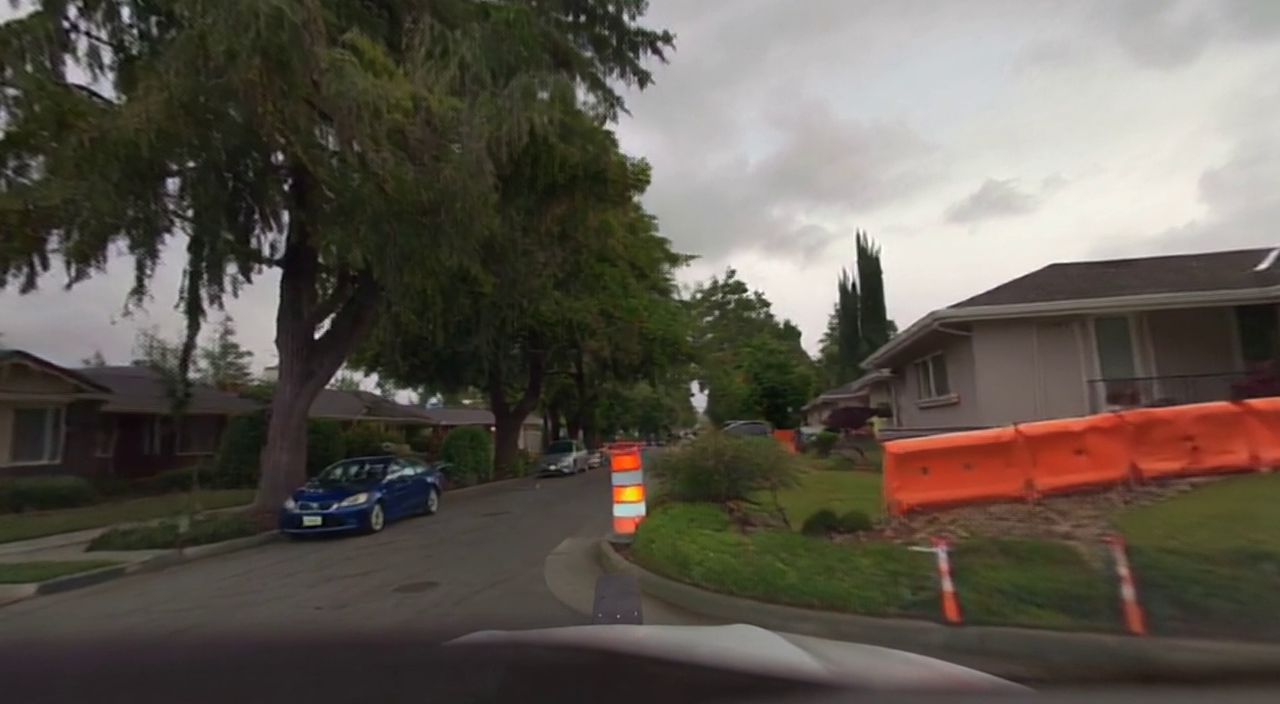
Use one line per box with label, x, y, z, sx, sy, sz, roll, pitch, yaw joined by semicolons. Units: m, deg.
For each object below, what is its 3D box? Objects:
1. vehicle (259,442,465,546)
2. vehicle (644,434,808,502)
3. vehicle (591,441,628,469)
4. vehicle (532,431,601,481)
vehicle;-5.291;2.694;12.731;1.899;1.524;4.082;2;-6;7
vehicle;2.226;2.798;15.747;4.070;1.436;1.827;6;-10;-42
vehicle;-1.894;6.521;40.305;1.765;1.493;4.130;2;-6;6
vehicle;-3.338;4.787;29.601;2.042;1.937;4.960;2;-6;7
